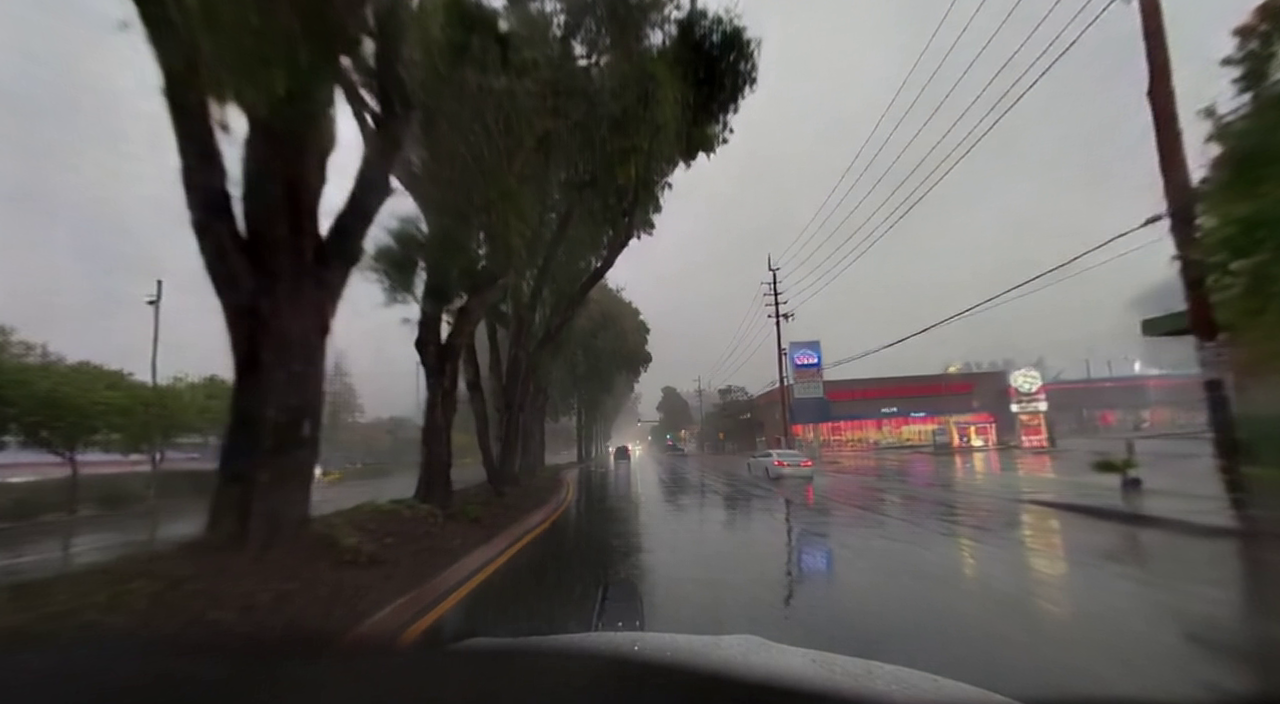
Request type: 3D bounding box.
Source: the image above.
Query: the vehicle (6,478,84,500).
[{"bbox_3d":[-46.819,10.769,49.849,1.738,1.424,4.544,0,-9,-1],"label":"vehicle"}]
